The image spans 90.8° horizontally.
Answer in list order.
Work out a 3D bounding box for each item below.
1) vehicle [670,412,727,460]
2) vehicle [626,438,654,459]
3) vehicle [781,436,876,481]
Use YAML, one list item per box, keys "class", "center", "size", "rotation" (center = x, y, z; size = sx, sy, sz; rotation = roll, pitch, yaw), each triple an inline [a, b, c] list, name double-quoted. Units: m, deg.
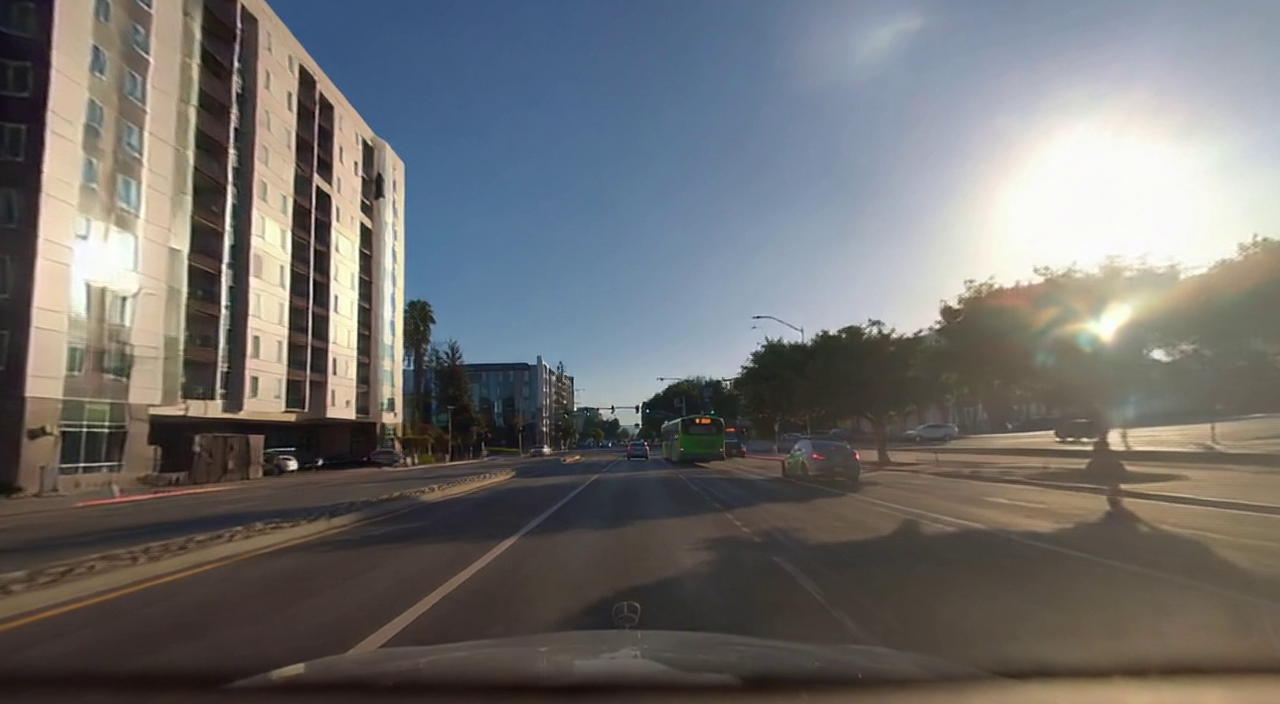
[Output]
- class: "vehicle"
  center: [4.380, 6.662, 49.525]
  size: [2.760, 3.325, 9.045]
  rotation: [1, -9, -6]
- class: "vehicle"
  center: [-0.008, 7.569, 49.502]
  size: [2.145, 1.572, 4.021]
  rotation: [0, -9, 0]
- class: "vehicle"
  center: [6.706, 3.838, 22.997]
  size: [1.992, 1.447, 4.414]
  rotation: [0, -9, -1]
